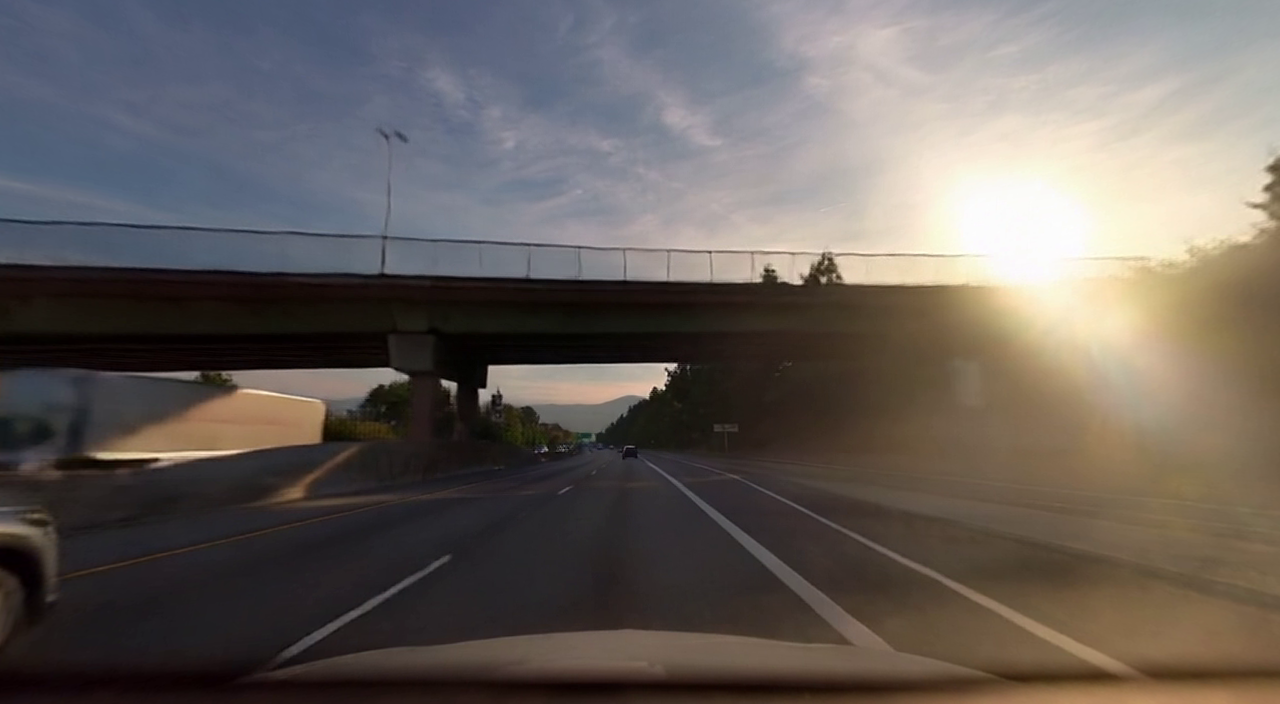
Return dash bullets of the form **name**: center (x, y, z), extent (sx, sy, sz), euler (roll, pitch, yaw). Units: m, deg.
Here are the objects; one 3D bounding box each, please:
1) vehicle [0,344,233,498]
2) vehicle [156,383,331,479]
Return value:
- **vehicle**: center (-18.262, 2.458, 20.638), extent (2.912, 3.980, 10.503), euler (0, -9, -1)
- **vehicle**: center (-18.452, 3.902, 30.291), extent (2.852, 3.960, 8.405), euler (0, -9, -1)
